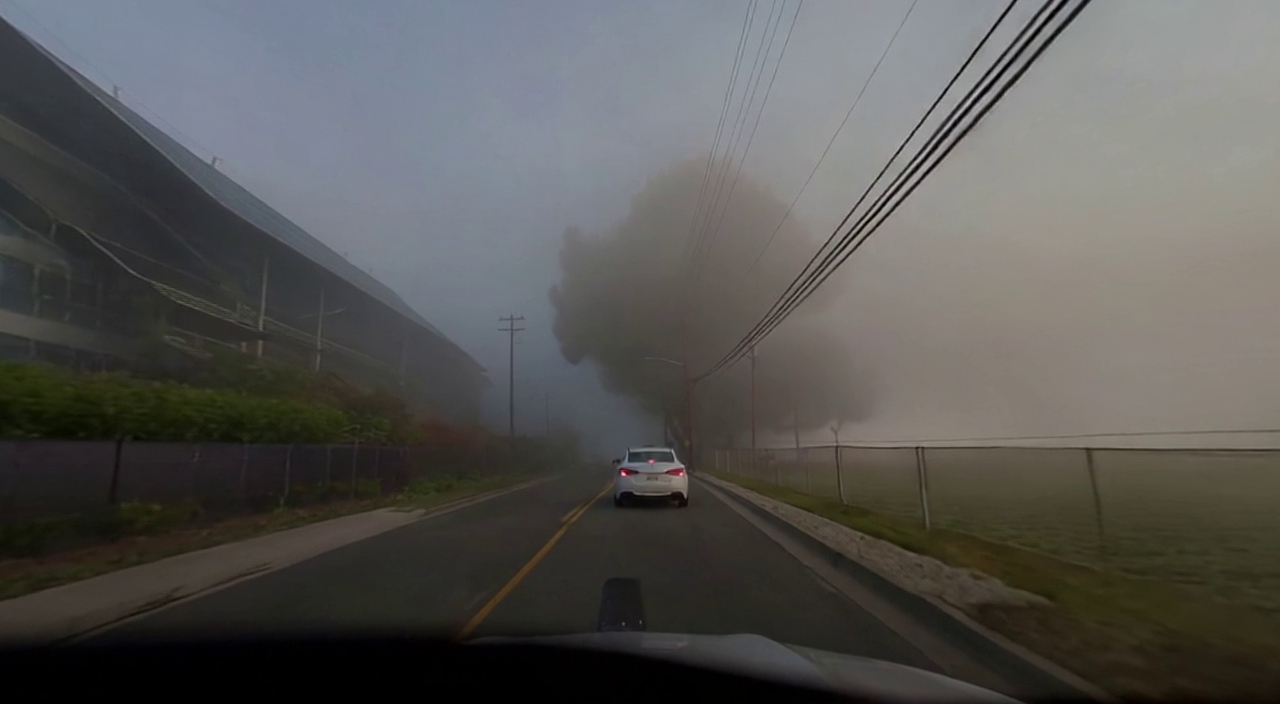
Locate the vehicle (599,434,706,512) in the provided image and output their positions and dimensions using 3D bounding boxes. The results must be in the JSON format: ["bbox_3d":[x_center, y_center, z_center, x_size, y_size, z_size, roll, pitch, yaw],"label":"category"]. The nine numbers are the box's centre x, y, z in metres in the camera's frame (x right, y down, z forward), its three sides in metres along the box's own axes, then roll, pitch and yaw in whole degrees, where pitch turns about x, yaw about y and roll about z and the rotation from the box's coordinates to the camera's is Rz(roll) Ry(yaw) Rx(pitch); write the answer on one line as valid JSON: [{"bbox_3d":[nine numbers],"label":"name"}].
[{"bbox_3d":[0.218,2.628,14.219,2.060,1.487,3.920,0,-8,-1],"label":"vehicle"}]
